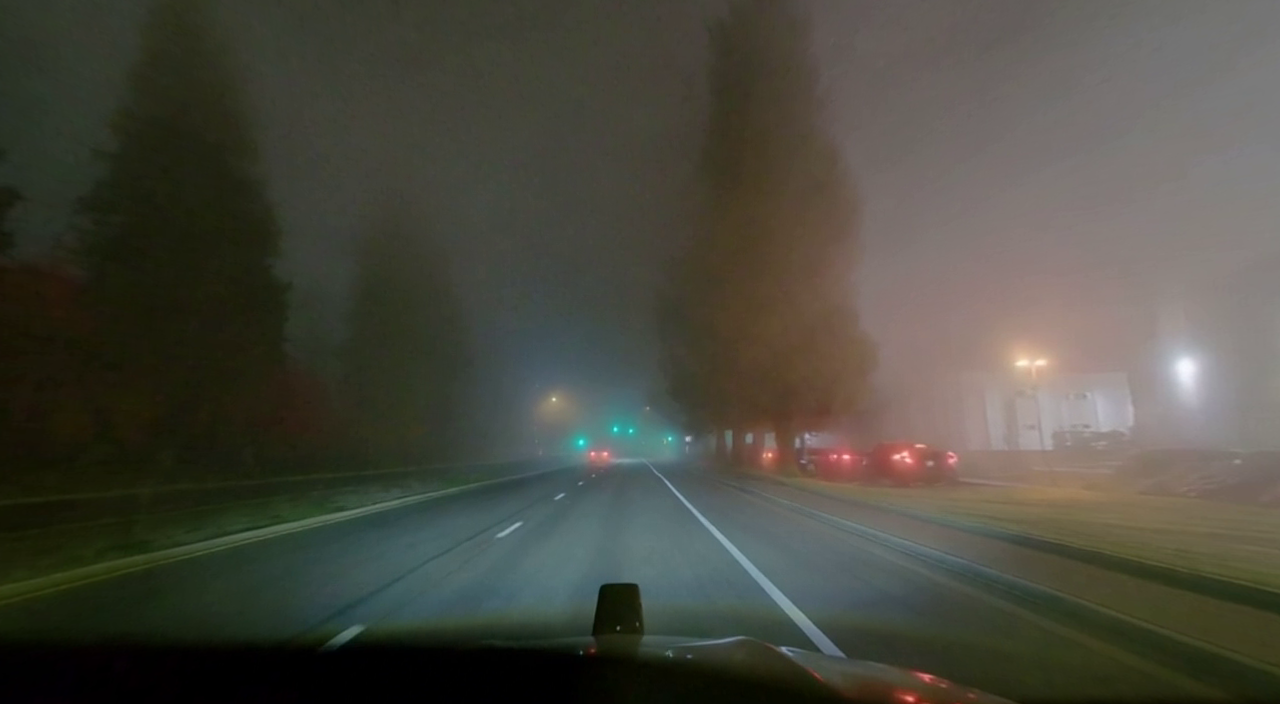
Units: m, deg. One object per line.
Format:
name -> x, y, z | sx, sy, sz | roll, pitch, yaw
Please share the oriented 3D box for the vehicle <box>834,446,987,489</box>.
vehicle -> 9.562, 4.088, 22.587 | 4.466, 1.440, 2.091 | 1, -9, -5
